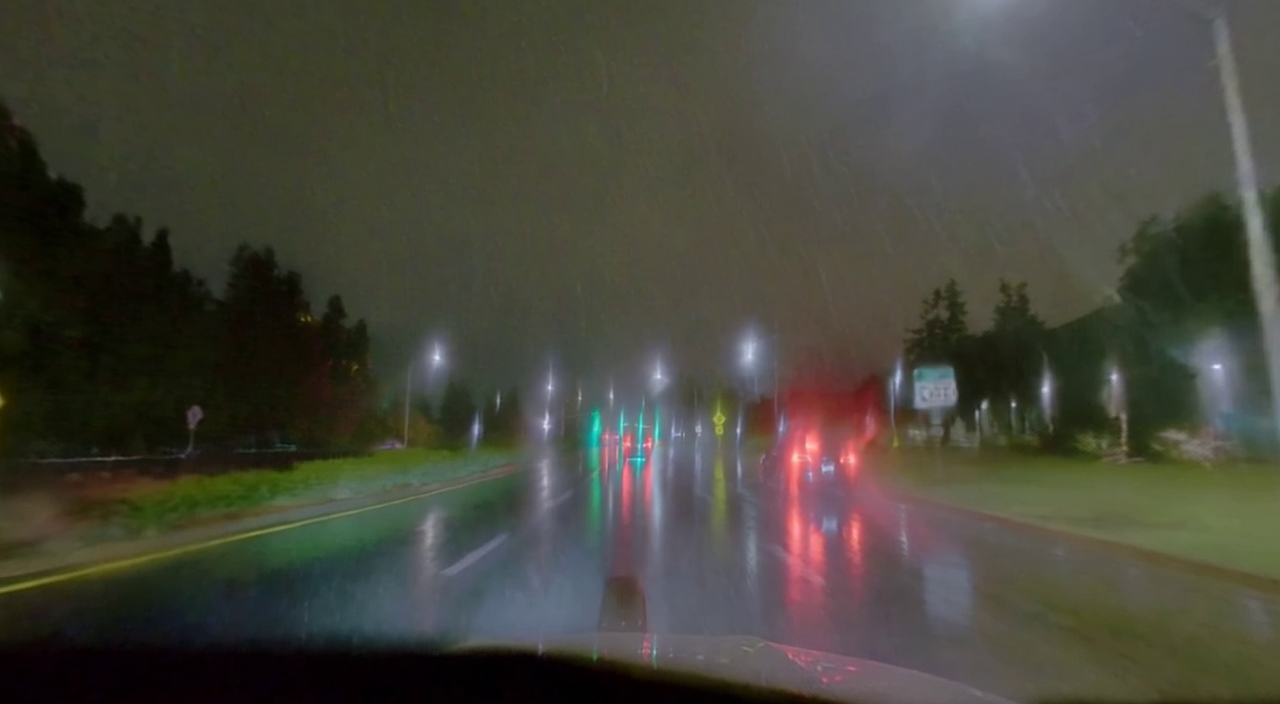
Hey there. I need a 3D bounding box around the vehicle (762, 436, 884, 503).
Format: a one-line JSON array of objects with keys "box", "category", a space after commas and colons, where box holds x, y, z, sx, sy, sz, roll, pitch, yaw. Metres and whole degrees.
[{"box": [4.635, 3.010, 16.628, 1.913, 1.516, 4.322, 0, -8, 0], "category": "vehicle"}]
